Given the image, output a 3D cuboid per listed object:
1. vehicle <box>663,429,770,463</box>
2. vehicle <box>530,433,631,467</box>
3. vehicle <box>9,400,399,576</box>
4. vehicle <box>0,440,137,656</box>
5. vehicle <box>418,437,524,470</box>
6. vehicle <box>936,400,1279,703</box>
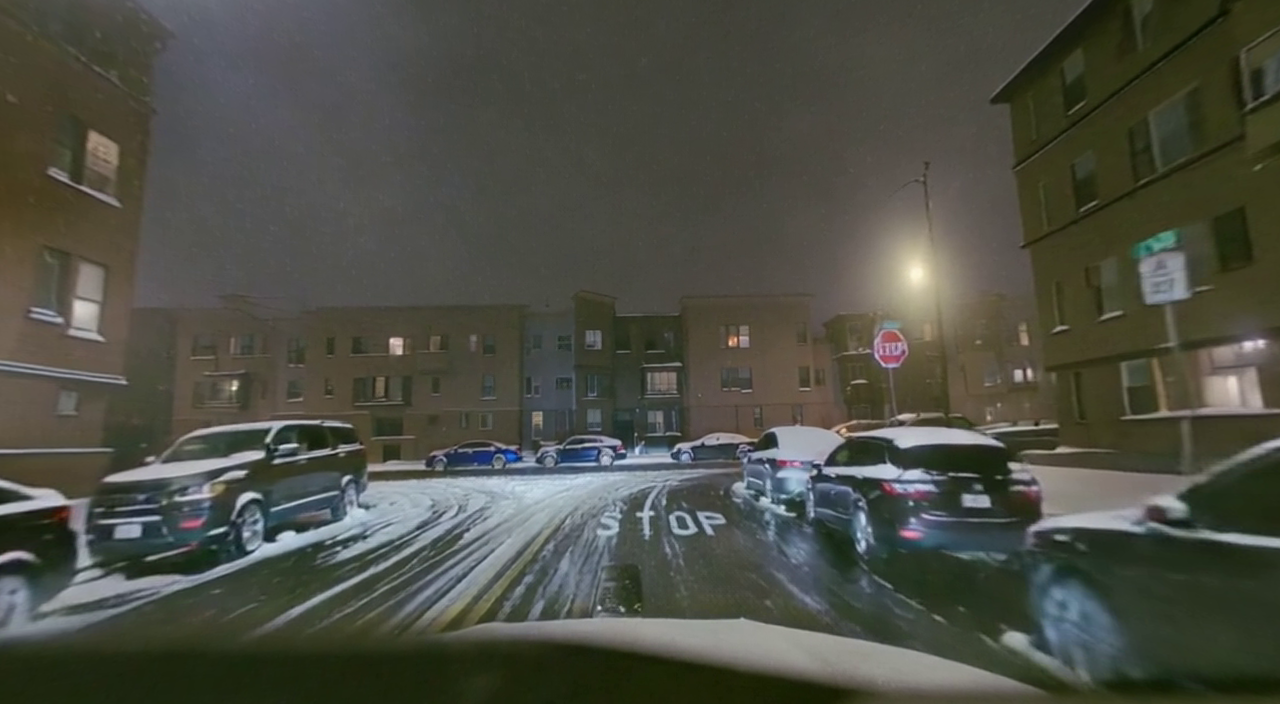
[{"bbox_3d":[3.499,4.383,29.493,4.681,1.480,1.817,0,-8,-3],"label":"vehicle"},{"bbox_3d":[-2.707,4.522,29.267,4.489,1.470,1.776,1,-8,-4],"label":"vehicle"},{"bbox_3d":[-5.943,1.916,10.030,2.208,1.903,6.040,0,-8,-4],"label":"vehicle"},{"bbox_3d":[-5.550,1.227,3.342,2.129,1.505,4.510,0,-8,-1],"label":"vehicle"},{"bbox_3d":[-7.637,4.629,28.922,4.423,1.449,1.813,1,-8,-5],"label":"vehicle"},{"bbox_3d":[3.195,0.943,2.371,1.919,1.490,4.339,0,-8,-2],"label":"vehicle"}]
